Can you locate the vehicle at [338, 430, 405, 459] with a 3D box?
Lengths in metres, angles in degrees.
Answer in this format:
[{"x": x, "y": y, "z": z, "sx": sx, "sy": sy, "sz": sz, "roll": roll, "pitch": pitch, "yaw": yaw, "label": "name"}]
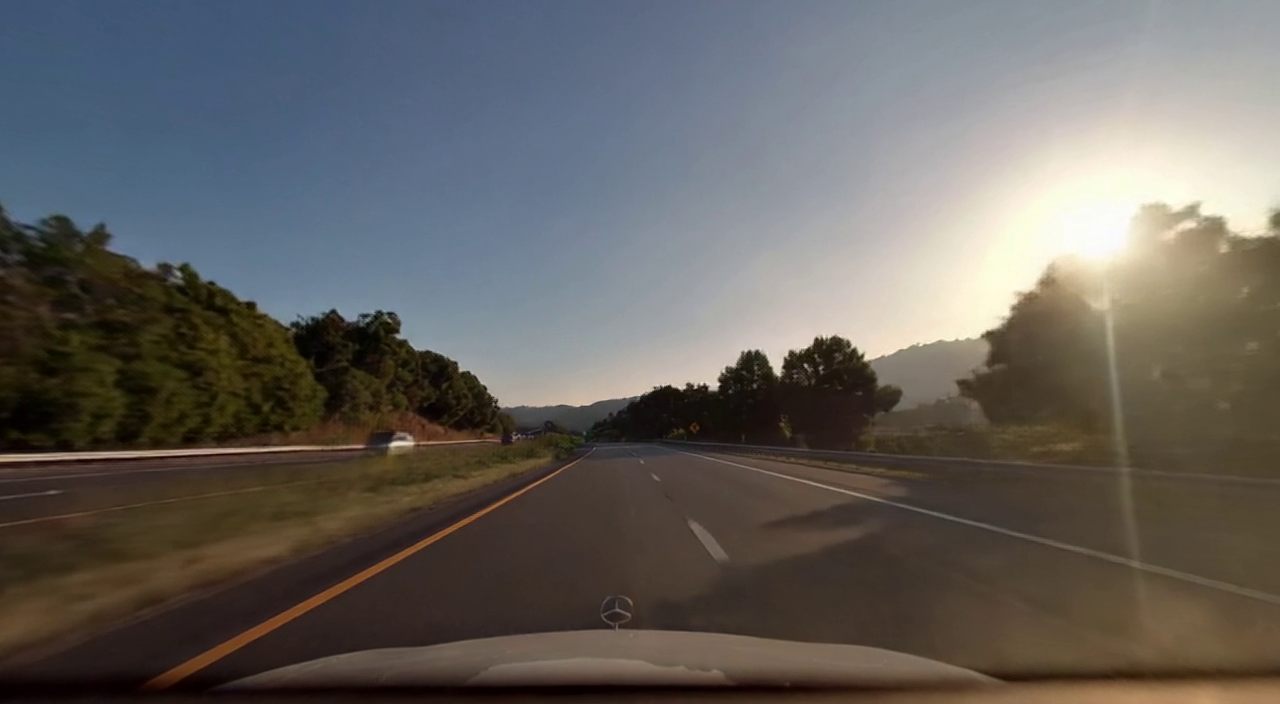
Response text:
[{"x": -14.795, "y": 5.104, "z": 34.979, "sx": 1.833, "sy": 1.495, "sz": 4.497, "roll": 0, "pitch": -8, "yaw": -2, "label": "vehicle"}]
